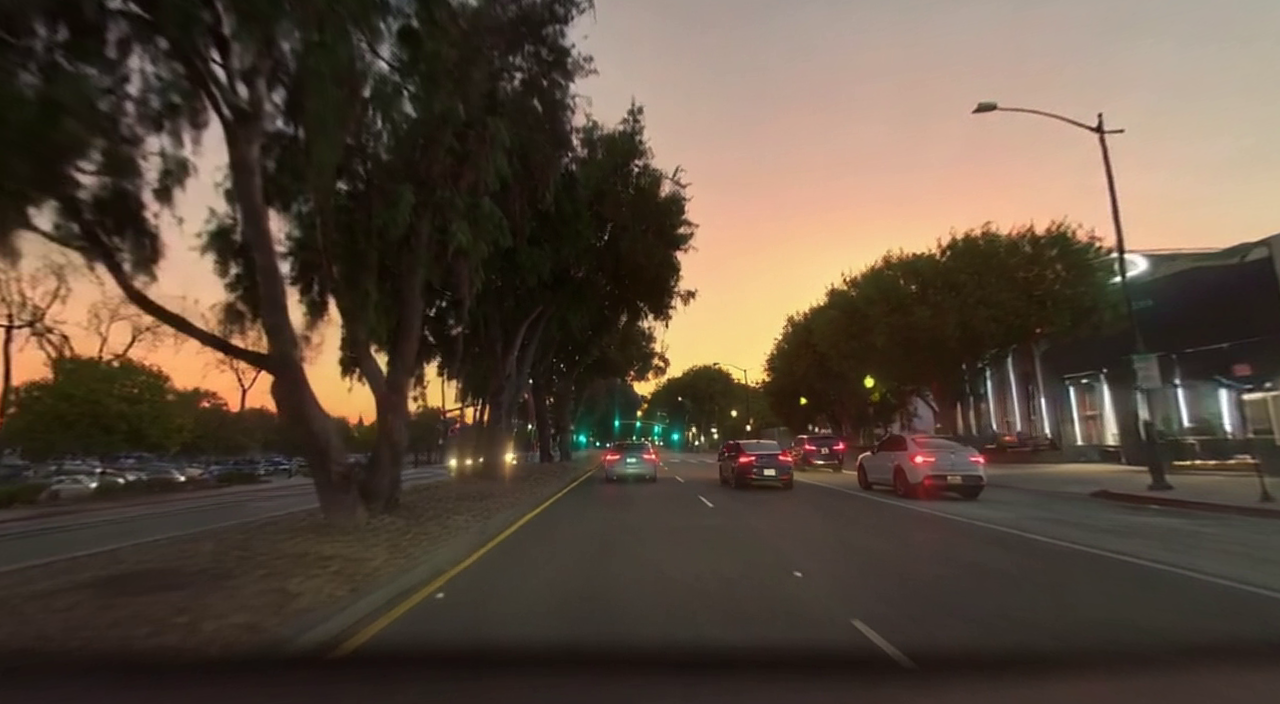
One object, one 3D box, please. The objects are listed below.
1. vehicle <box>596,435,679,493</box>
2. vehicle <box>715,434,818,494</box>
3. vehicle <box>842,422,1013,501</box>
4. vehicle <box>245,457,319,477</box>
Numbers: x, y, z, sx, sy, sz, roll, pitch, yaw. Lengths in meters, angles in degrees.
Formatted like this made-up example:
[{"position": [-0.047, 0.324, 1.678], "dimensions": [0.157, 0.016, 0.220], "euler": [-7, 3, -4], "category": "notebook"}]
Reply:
[{"position": [-0.120, 3.170, 18.195], "dimensions": [2.101, 1.444, 4.248], "euler": [0, -9, -2], "category": "vehicle"}, {"position": [3.446, 3.149, 18.133], "dimensions": [1.993, 1.477, 4.240], "euler": [0, -9, -1], "category": "vehicle"}, {"position": [7.139, 2.781, 16.403], "dimensions": [2.052, 1.708, 4.842], "euler": [0, -9, -1], "category": "vehicle"}, {"position": [-28.208, 9.070, 49.875], "dimensions": [4.693, 1.499, 1.838], "euler": [-1, -9, 1], "category": "vehicle"}]
